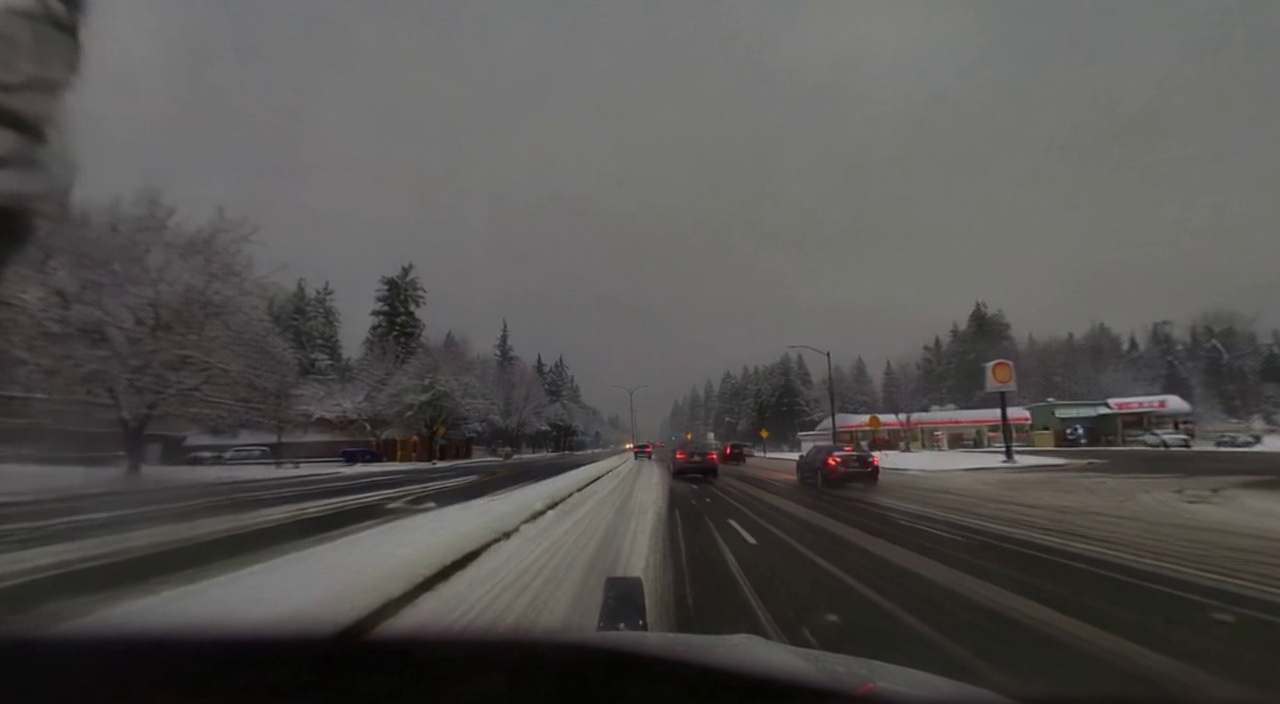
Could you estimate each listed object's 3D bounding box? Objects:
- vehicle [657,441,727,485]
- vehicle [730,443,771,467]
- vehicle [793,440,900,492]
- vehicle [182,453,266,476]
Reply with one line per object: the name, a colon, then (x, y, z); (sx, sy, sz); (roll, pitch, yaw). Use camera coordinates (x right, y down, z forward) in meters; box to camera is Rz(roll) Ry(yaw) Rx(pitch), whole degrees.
vehicle: (1.809, 4.057, 23.317); (1.971, 1.479, 4.493); (0, -8, -3)
vehicle: (7.245, 6.809, 41.556); (1.930, 1.479, 4.477); (0, -8, 1)
vehicle: (6.487, 3.601, 20.309); (1.918, 1.484, 4.456); (0, -8, 0)
vehicle: (-29.083, 7.865, 43.986); (4.510, 1.504, 2.005); (-1, -8, 3)
